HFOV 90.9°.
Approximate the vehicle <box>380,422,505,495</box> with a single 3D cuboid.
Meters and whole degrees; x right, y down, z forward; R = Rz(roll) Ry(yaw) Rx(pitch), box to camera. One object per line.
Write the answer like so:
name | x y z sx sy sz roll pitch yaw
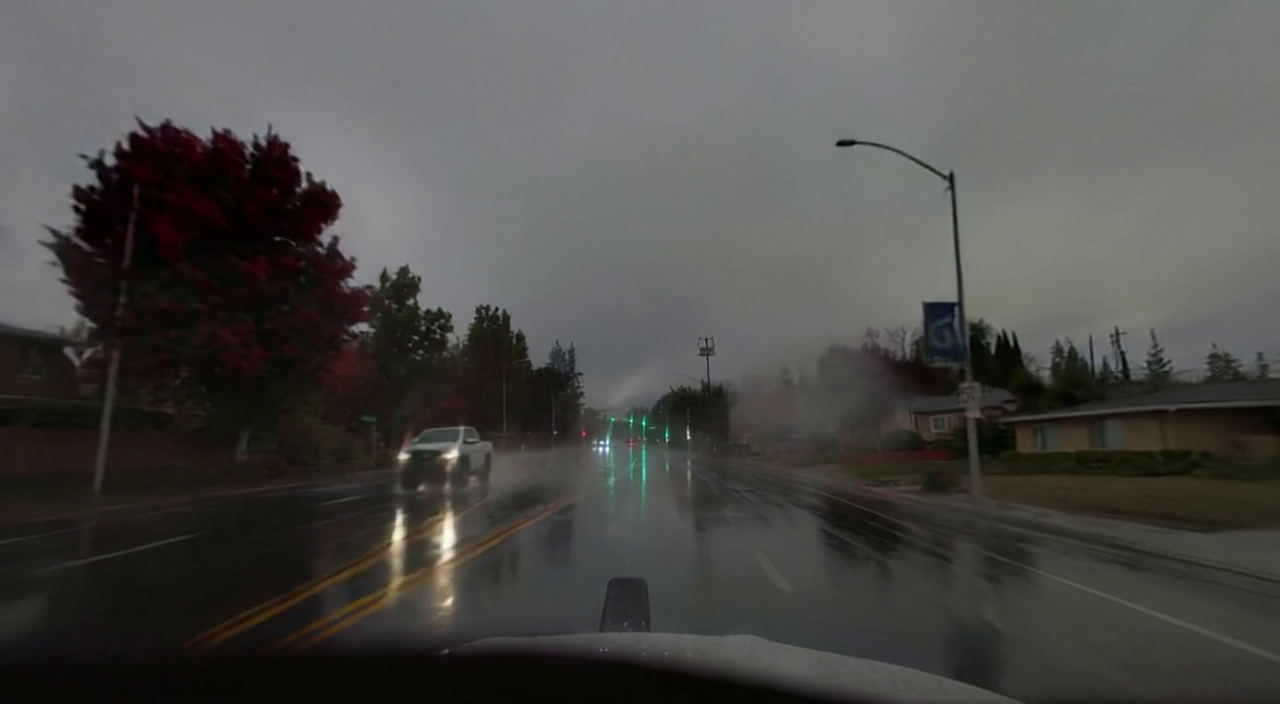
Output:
vehicle | -5.284 2.934 17.632 2.128 1.753 4.516 0 -8 -2
